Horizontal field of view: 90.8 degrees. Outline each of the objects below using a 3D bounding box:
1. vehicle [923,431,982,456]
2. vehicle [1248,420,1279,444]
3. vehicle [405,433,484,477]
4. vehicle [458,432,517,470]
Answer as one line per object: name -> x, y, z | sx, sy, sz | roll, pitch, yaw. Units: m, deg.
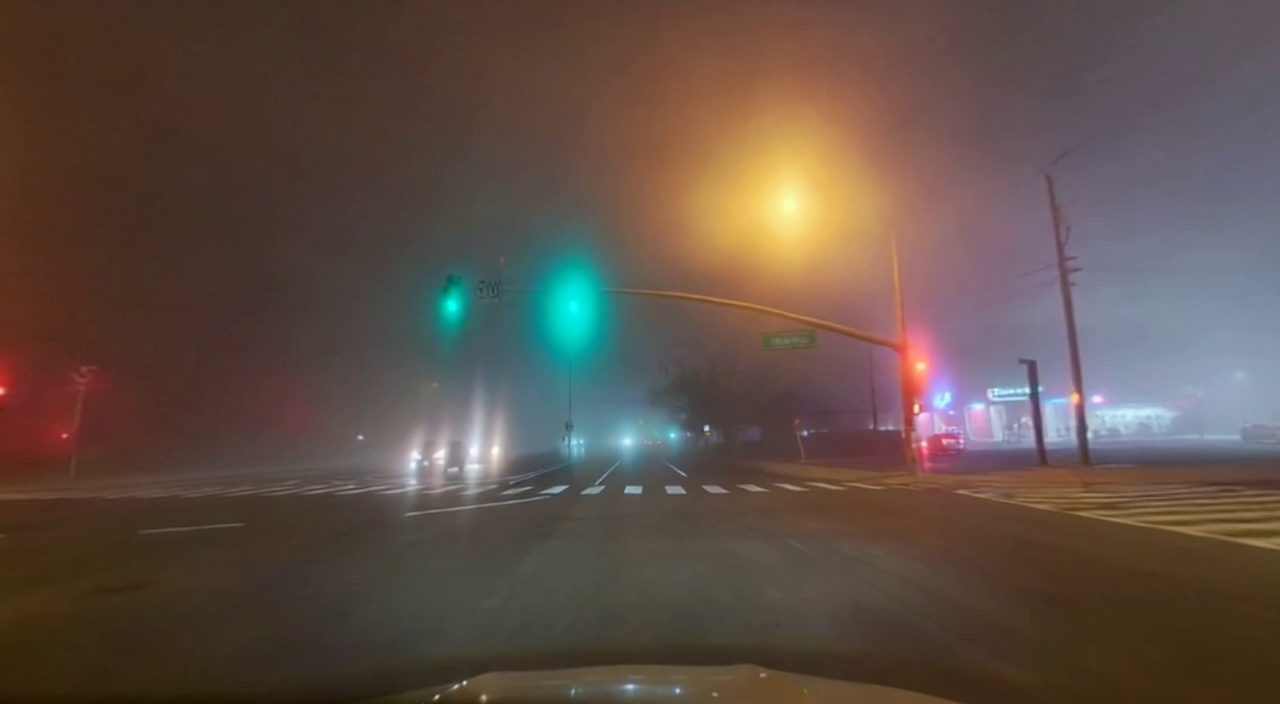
vehicle -> 20.216, 5.907, 40.739 | 2.094, 1.488, 4.433 | -8, -11, 43
vehicle -> 41.560, 5.276, 41.455 | 4.126, 1.490, 1.892 | 7, -11, -41
vehicle -> -8.513, 4.499, 28.044 | 1.946, 1.710, 5.043 | -1, -7, 0
vehicle -> -8.372, 5.420, 35.036 | 2.037, 1.799, 4.928 | -3, -7, 0
